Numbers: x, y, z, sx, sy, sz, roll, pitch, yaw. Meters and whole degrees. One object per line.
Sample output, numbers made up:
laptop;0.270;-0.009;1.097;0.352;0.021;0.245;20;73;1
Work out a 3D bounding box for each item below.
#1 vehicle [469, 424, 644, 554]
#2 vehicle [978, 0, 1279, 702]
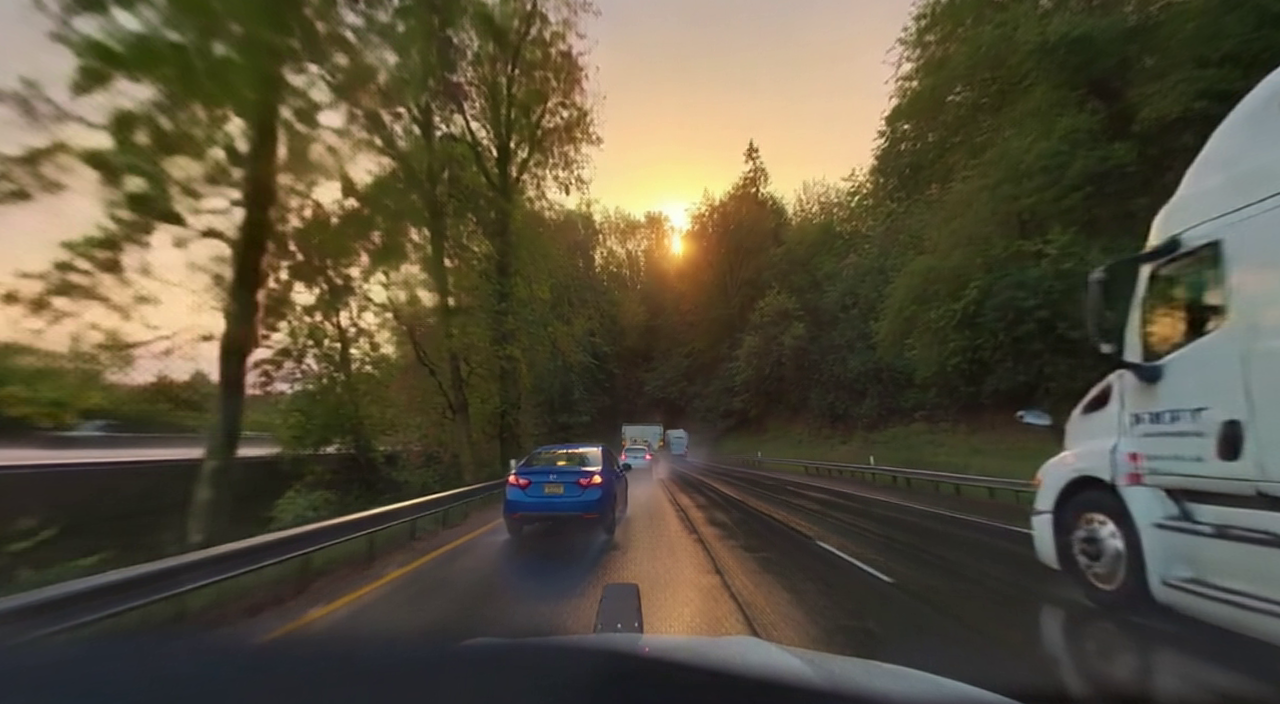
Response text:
vehicle;-1.025;1.984;9.703;2.038;1.582;3.729;-1;-9;2
vehicle;4.895;-0.295;3.091;2.982;4.187;6.008;0;-9;1
